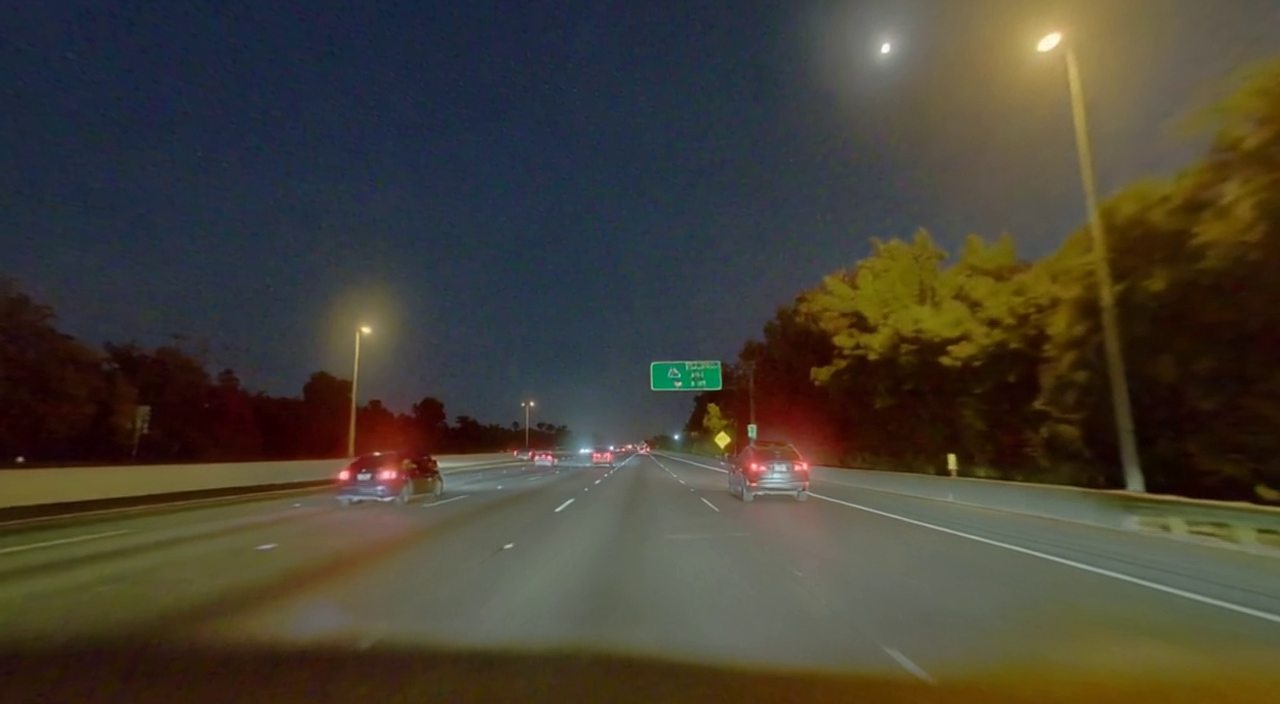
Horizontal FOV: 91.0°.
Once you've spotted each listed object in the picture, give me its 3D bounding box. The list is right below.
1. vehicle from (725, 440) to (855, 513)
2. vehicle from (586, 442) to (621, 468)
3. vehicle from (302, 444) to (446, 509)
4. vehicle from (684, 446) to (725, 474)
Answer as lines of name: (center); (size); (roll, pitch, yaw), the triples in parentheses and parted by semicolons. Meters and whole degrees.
vehicle: (3.508, 2.997, 15.737); (2.126, 1.529, 4.438); (0, -9, 0)
vehicle: (-2.788, 8.048, 49.344); (2.449, 1.929, 5.503); (0, -9, 0)
vehicle: (-7.118, 3.353, 17.488); (1.977, 1.529, 4.616); (0, -9, 0)
vehicle: (3.752, 6.319, 37.122); (1.929, 1.485, 4.482); (0, -9, 0)
